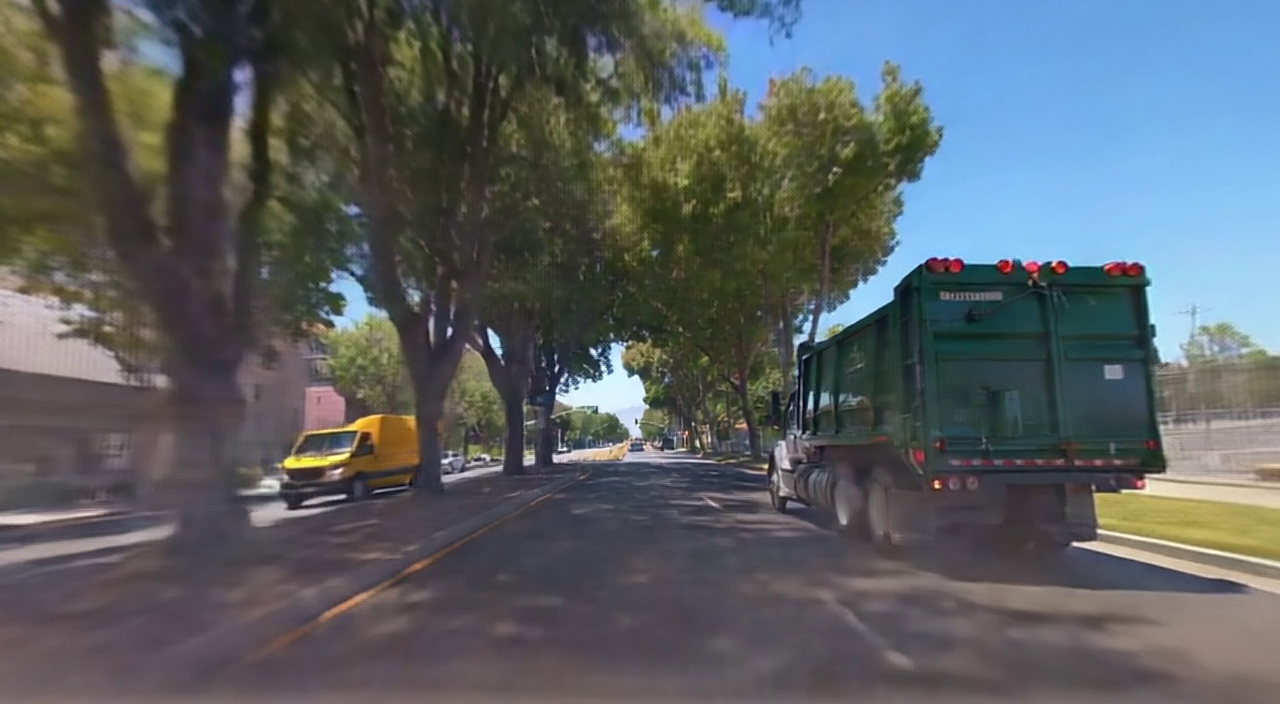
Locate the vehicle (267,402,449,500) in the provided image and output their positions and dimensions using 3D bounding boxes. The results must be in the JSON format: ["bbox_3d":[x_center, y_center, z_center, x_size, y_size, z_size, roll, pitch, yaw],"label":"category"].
[{"bbox_3d":[-10.283,3.808,24.617,3.257,3.085,9.164,0,-9,-3],"label":"vehicle"}]

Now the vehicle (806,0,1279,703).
[{"bbox_3d":[3.989,0.257,4.461,2.731,3.407,10.262,0,-8,-1],"label":"vehicle"}]
